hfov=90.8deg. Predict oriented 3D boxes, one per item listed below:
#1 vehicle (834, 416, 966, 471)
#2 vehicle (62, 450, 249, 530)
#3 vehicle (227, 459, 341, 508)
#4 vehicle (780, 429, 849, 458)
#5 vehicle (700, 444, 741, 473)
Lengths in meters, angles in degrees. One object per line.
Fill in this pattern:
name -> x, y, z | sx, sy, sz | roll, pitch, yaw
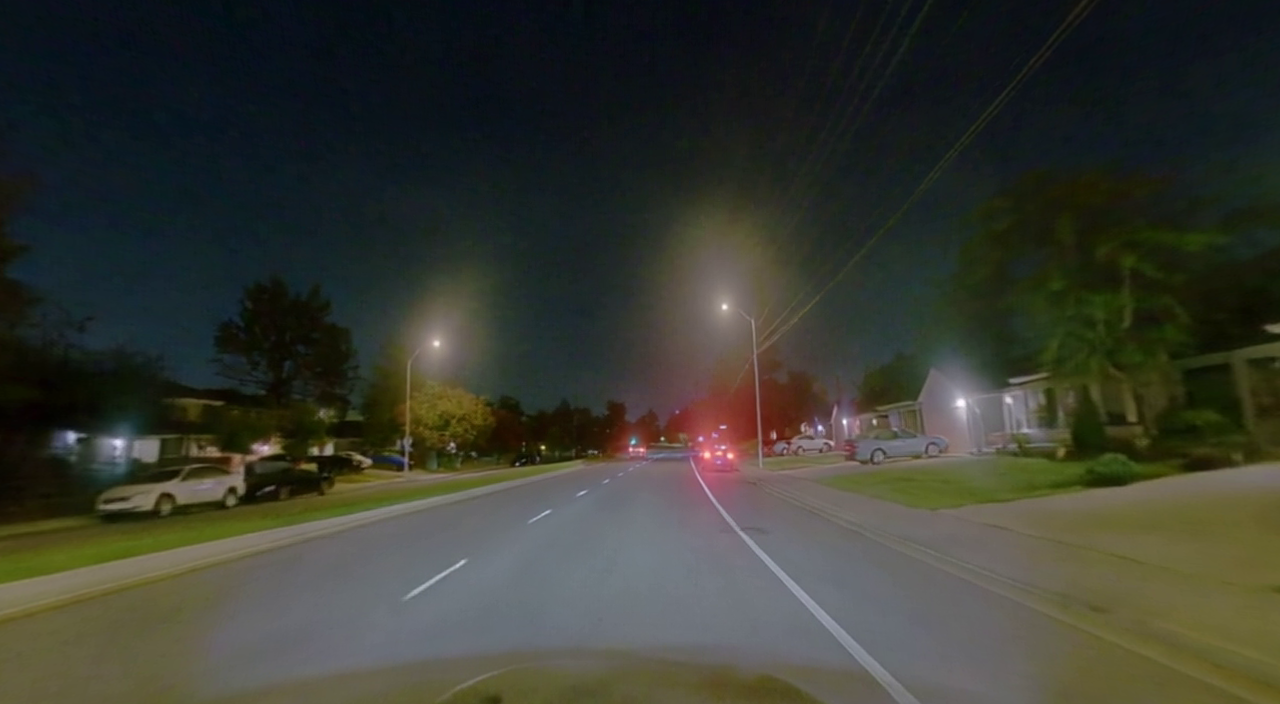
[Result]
vehicle -> 10.715, 3.795, 26.274 | 4.463, 1.765, 1.960 | -5, -8, -3
vehicle -> -14.213, 3.995, 18.937 | 2.009, 1.789, 4.449 | -7, -9, 2
vehicle -> -13.684, 5.051, 24.611 | 1.695, 1.423, 4.371 | -9, -9, 3
vehicle -> 12.866, 6.747, 46.609 | 4.591, 1.867, 2.057 | 2, -11, -28
vehicle -> 4.445, 5.915, 35.367 | 2.016, 1.477, 4.207 | -1, -8, 4
